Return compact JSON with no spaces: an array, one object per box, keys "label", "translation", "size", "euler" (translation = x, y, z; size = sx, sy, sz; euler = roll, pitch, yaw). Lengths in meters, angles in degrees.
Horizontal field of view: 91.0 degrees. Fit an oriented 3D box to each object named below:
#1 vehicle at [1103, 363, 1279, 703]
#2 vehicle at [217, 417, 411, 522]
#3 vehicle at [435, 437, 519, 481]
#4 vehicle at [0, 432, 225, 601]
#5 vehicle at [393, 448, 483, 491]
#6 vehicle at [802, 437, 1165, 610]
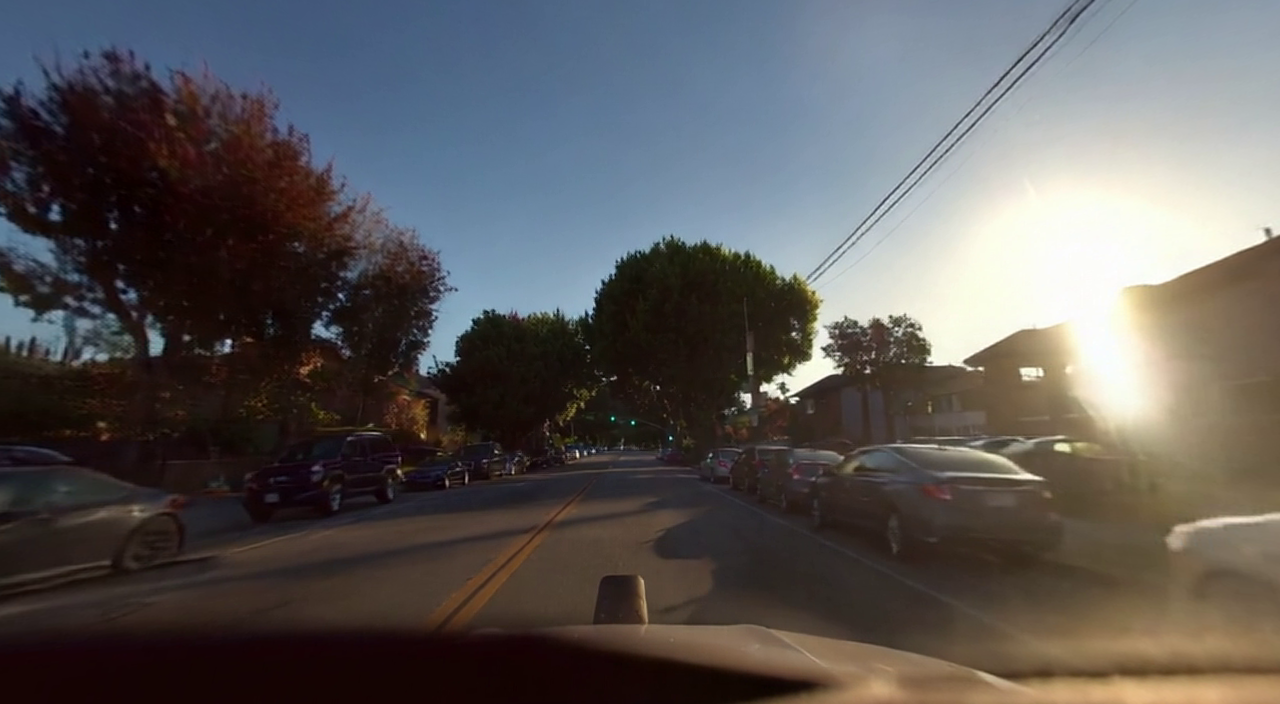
[{"label":"vehicle","translation":[4.259,0.757,1.836],"size":[2.071,1.781,4.737],"euler":[0,-9,-2]},{"label":"vehicle","translation":[-7.783,2.851,15.856],"size":[2.146,2.167,5.339],"euler":[0,-9,-2]},{"label":"vehicle","translation":[-7.933,5.281,31.366],"size":[2.613,1.959,5.843],"euler":[0,-9,0]},{"label":"vehicle","translation":[-7.423,1.787,7.232],"size":[2.055,1.663,4.889],"euler":[0,-9,-2]},{"label":"vehicle","translation":[-7.760,4.552,24.735],"size":[2.057,1.486,4.759],"euler":[0,-9,-1]},{"label":"vehicle","translation":[3.715,1.904,8.044],"size":[2.009,1.547,4.574],"euler":[0,-9,-1]}]
